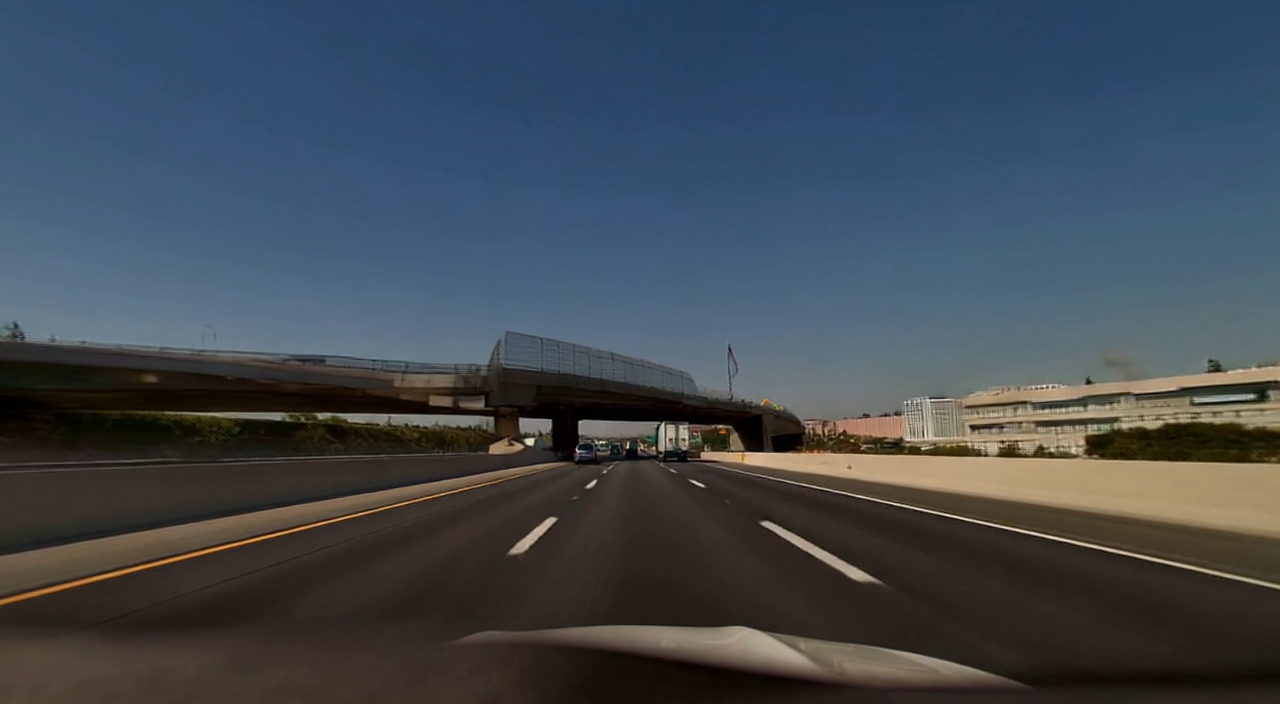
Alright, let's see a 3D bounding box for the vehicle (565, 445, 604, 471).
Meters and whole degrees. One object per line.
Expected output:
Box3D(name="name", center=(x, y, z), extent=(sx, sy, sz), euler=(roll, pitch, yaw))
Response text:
Box3D(name="vehicle", center=(-3.404, 6.630, 39.395), extent=(2.100, 1.525, 4.179), euler=(0, -9, -1))
